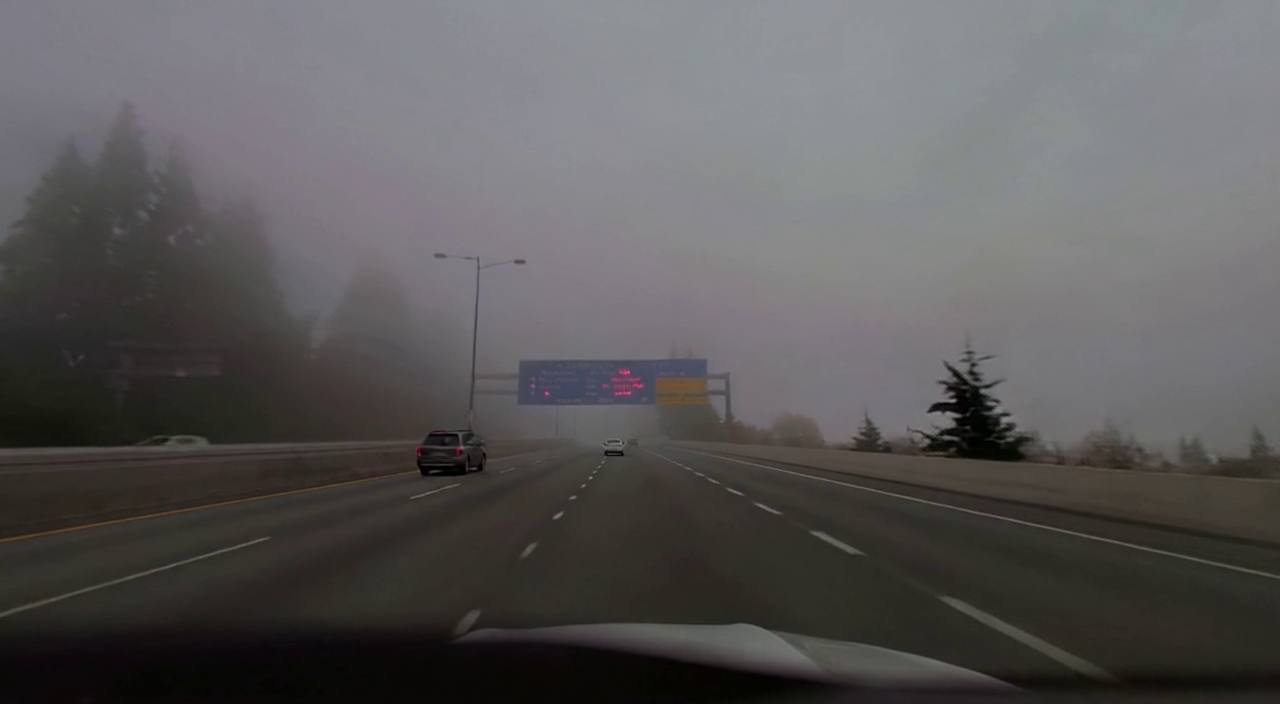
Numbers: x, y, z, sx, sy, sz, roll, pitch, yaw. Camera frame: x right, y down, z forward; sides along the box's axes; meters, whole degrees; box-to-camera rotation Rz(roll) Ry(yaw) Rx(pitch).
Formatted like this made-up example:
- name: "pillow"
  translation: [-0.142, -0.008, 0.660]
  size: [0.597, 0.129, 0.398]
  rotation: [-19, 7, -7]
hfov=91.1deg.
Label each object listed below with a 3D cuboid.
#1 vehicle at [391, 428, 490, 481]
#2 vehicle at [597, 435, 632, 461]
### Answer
- name: "vehicle"
  translation: [-6.994, 3.613, 22.613]
  size: [2.111, 1.689, 4.505]
  rotation: [0, -8, 0]
- name: "vehicle"
  translation: [-1.538, 5.999, 39.441]
  size: [2.010, 1.534, 4.013]
  rotation: [0, -8, 0]
